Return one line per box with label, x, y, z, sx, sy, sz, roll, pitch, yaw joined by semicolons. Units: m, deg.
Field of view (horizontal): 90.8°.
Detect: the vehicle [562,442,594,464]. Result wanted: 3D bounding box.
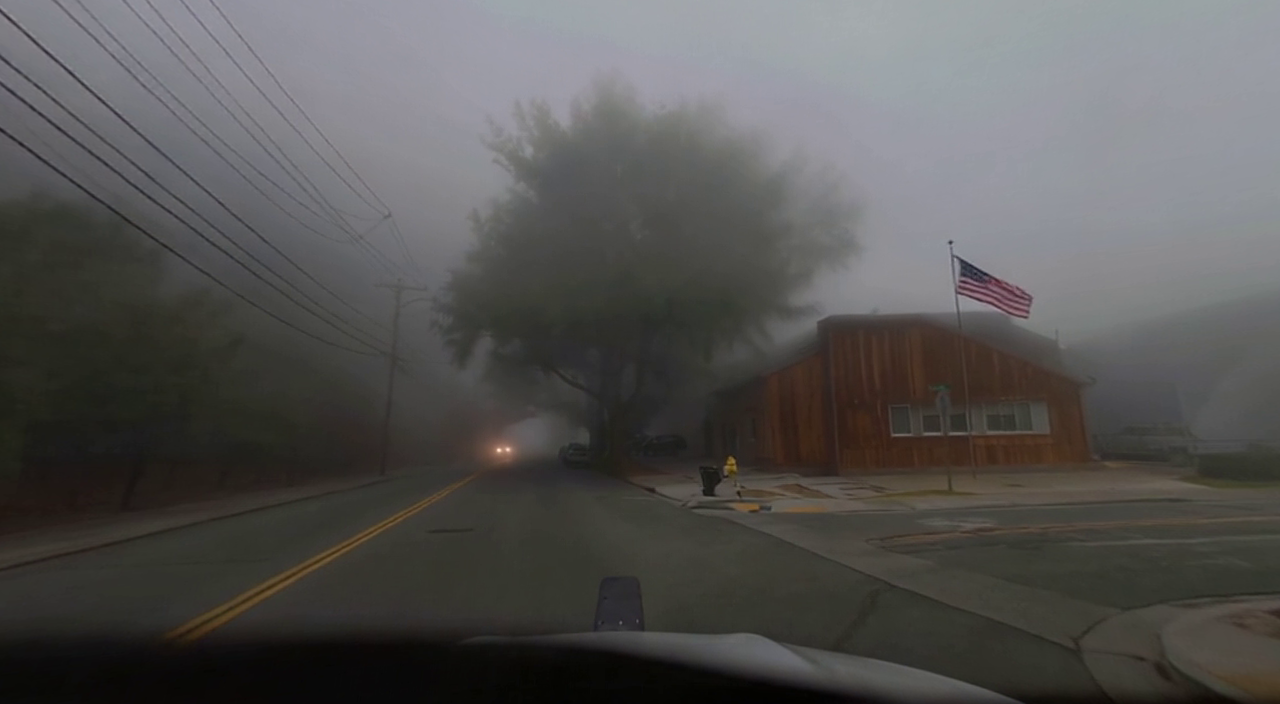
vehicle;-4.488;7.236;45.246;1.941;1.460;4.206;1;-9;-10
